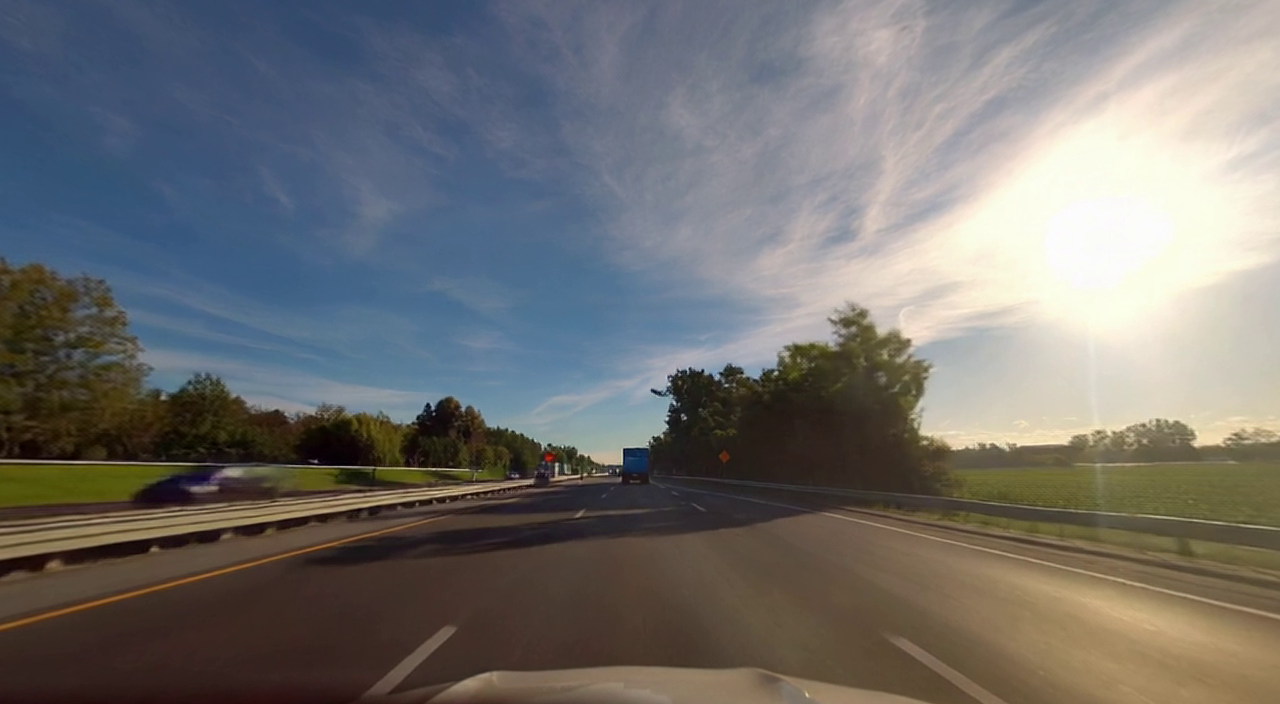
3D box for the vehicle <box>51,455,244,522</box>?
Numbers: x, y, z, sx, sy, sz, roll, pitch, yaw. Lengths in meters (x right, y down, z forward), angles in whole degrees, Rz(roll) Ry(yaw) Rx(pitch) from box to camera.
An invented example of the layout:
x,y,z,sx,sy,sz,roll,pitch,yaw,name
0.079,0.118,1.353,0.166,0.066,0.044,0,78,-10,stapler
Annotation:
x,y,z,sx,sy,sz,roll,pitch,yaw,name
-12.925,3.609,16.912,2.061,1.529,3.742,1,-11,0,vehicle
